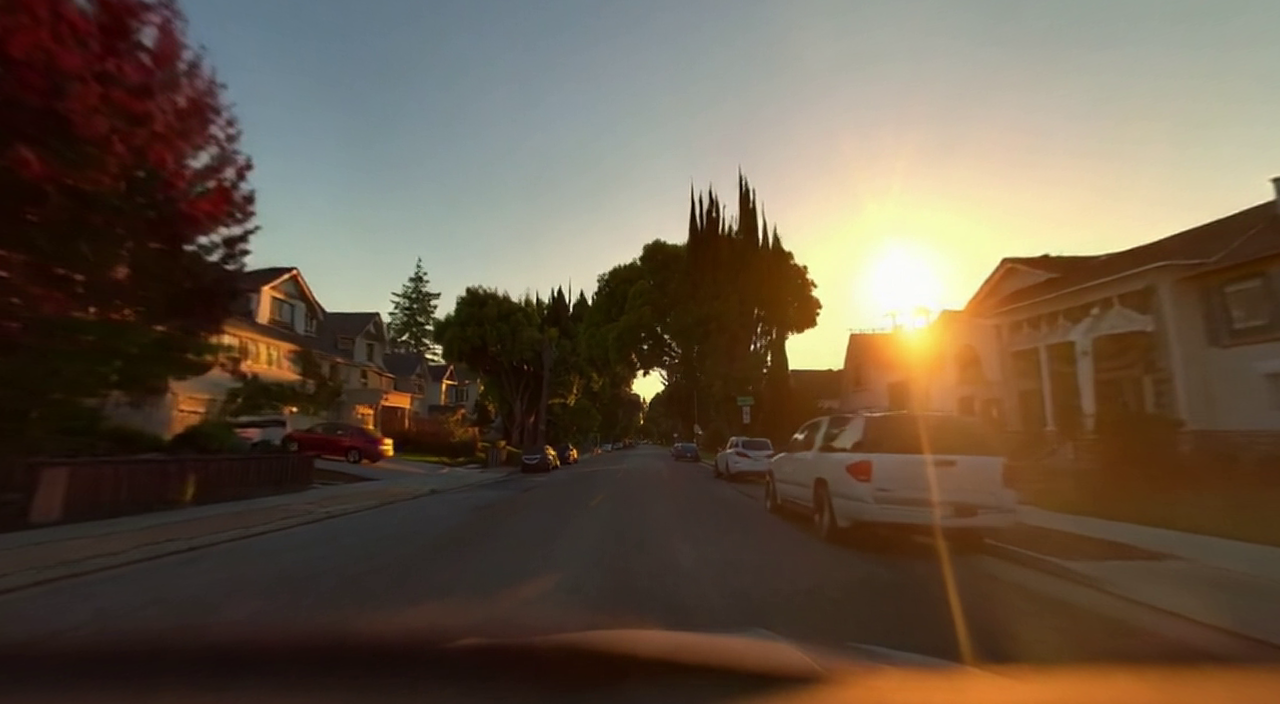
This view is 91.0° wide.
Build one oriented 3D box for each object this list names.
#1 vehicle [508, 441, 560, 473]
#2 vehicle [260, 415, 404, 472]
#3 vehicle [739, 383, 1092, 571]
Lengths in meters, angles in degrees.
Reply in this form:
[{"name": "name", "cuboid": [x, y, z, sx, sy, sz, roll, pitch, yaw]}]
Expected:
[{"name": "vehicle", "cuboid": [-5.785, 5.783, 35.048, 2.027, 1.544, 4.959, 0, -7, 0]}, {"name": "vehicle", "cuboid": [-13.029, 3.870, 26.844, 4.837, 1.897, 2.228, 4, -8, 5]}, {"name": "vehicle", "cuboid": [3.830, 1.968, 11.056, 2.952, 2.216, 7.033, 0, -8, -1]}]
